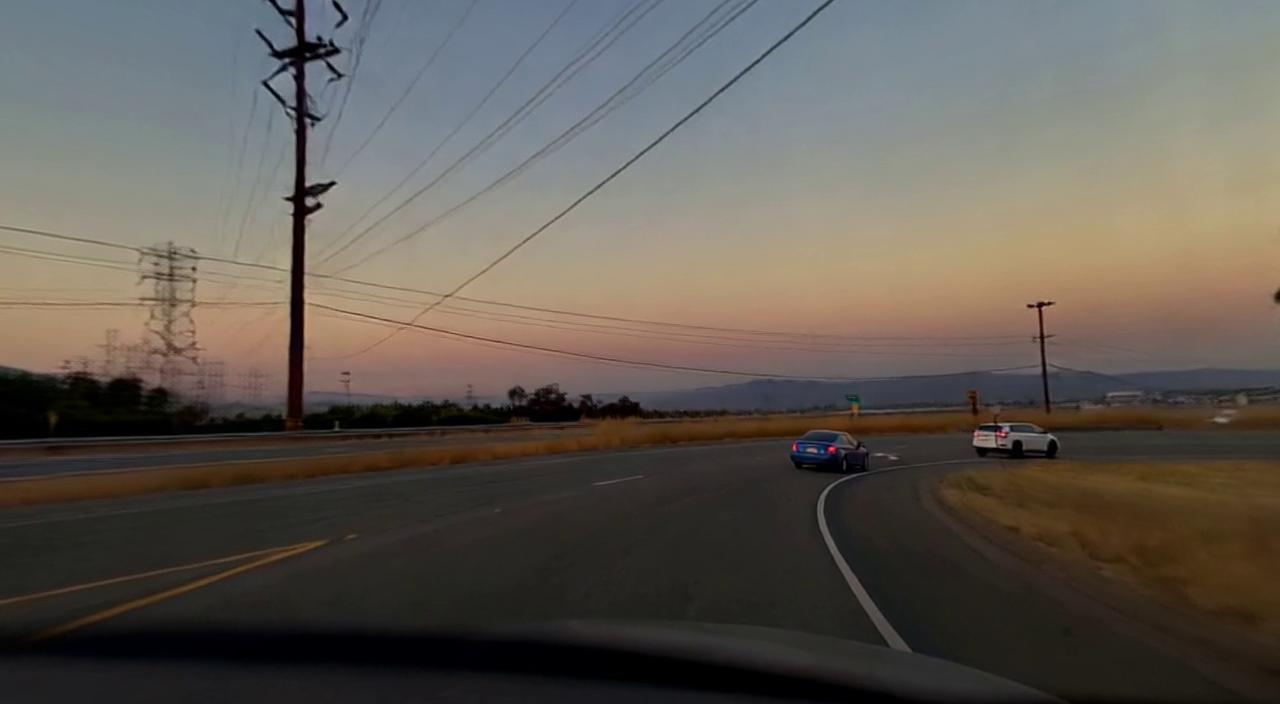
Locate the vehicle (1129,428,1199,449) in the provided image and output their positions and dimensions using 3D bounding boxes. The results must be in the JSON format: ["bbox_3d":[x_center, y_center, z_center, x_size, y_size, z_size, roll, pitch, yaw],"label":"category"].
[{"bbox_3d":[40.191,6.626,48.370,4.102,1.552,1.931,1,-8,-14],"label":"vehicle"}]

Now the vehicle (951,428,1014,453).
[{"bbox_3d":[22.226,5.709,40.870,4.307,1.465,1.836,5,-9,-37],"label":"vehicle"}]

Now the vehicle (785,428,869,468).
[{"bbox_3d":[7.396,3.706,24.654,2.026,1.407,4.374,-6,-9,31],"label":"vehicle"}]
